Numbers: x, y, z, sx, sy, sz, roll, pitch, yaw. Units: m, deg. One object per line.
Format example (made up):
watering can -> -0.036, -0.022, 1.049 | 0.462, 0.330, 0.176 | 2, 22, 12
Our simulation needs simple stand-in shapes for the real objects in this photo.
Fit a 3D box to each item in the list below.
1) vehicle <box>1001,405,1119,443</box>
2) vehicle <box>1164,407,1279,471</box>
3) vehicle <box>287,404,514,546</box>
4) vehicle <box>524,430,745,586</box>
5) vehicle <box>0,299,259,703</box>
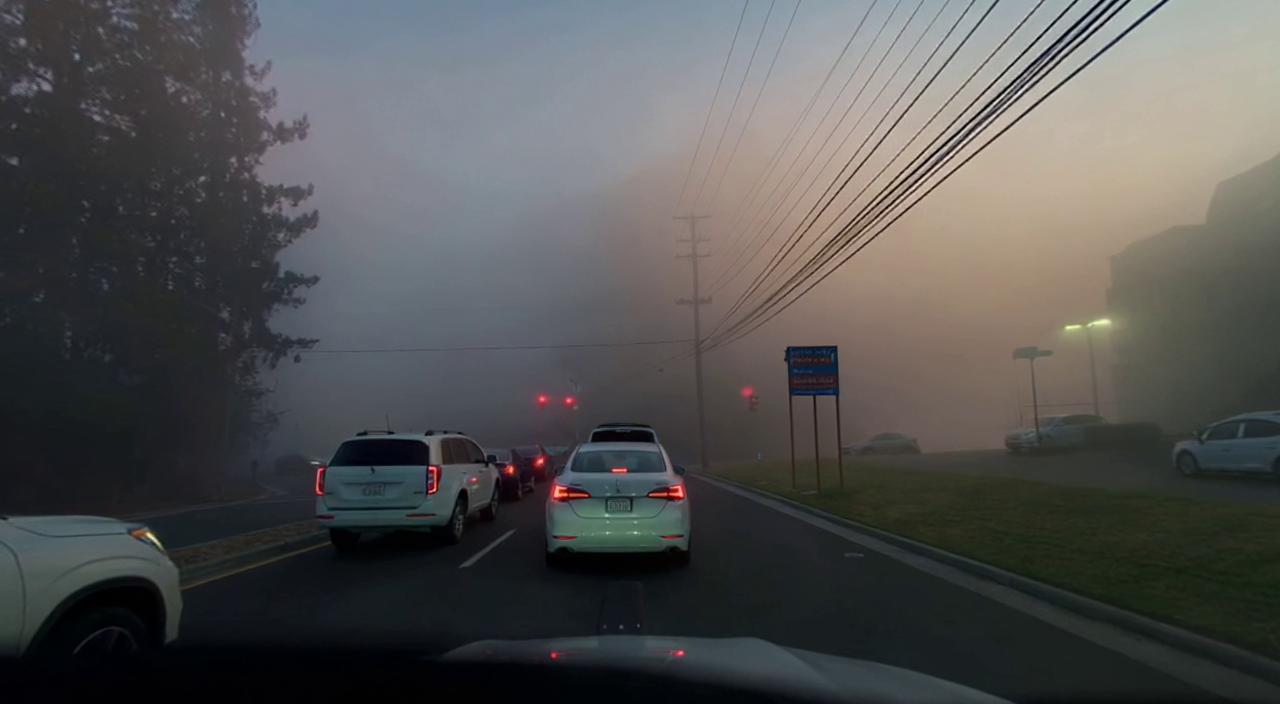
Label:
vehicle -> 26.832, 4.643, 40.508 | 5.782, 2.286, 2.223 | -1, -9, 4
vehicle -> 17.023, 2.544, 18.283 | 1.858, 1.622, 4.491 | -5, -10, 28
vehicle -> -3.849, 2.088, 11.370 | 2.147, 1.963, 4.927 | 0, -8, 0
vehicle -> -0.098, 1.803, 8.140 | 2.121, 1.474, 3.968 | 0, -8, -1
vehicle -> -3.592, 0.630, 1.530 | 2.085, 1.943, 5.053 | 0, -8, 1
